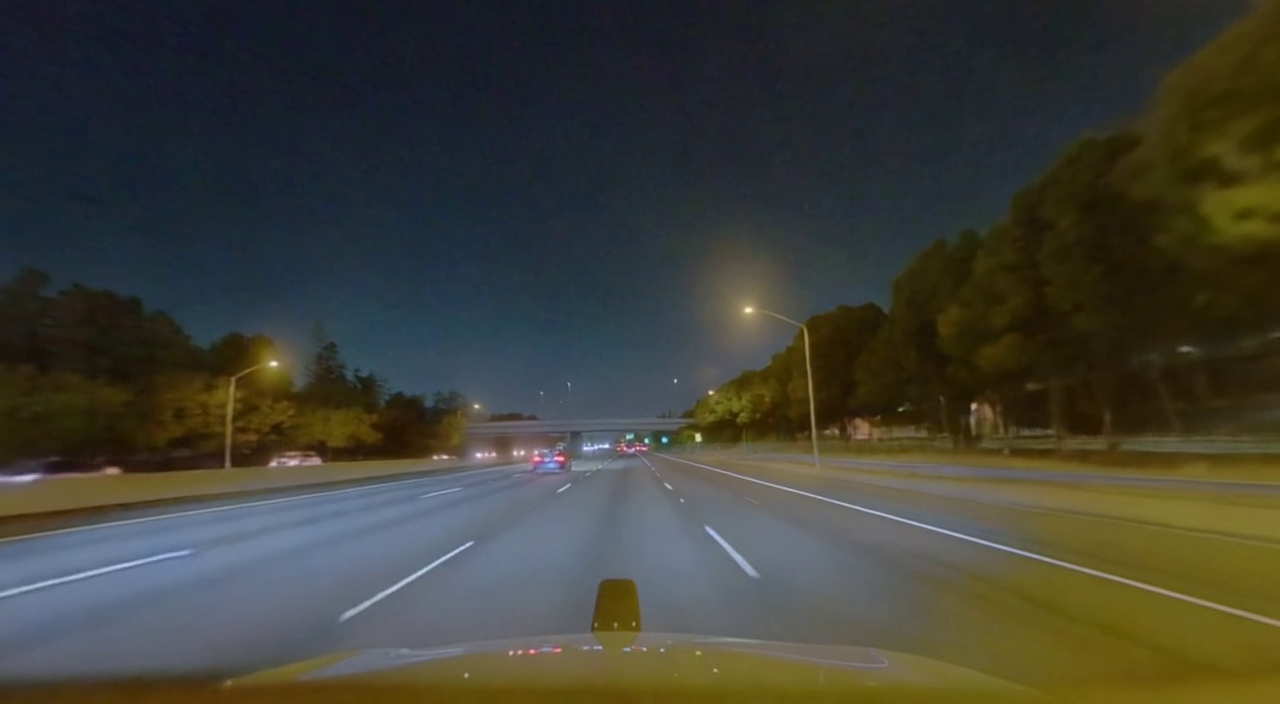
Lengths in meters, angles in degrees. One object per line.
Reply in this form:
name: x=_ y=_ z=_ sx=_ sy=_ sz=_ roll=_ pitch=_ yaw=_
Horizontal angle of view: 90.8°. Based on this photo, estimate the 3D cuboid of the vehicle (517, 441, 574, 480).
vehicle: x=-4.503 y=5.258 z=30.824 sx=2.102 sy=1.727 sz=4.704 roll=0 pitch=-9 yaw=0

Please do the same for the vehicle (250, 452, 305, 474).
vehicle: x=-24.906 y=7.589 z=43.503 sx=1.633 sy=1.412 sz=3.619 roll=-1 pitch=-9 yaw=0

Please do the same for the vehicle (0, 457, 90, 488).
vehicle: x=-28.847 y=5.808 z=30.550 sx=1.492 sy=1.347 sz=3.297 roll=0 pitch=-9 yaw=-1
